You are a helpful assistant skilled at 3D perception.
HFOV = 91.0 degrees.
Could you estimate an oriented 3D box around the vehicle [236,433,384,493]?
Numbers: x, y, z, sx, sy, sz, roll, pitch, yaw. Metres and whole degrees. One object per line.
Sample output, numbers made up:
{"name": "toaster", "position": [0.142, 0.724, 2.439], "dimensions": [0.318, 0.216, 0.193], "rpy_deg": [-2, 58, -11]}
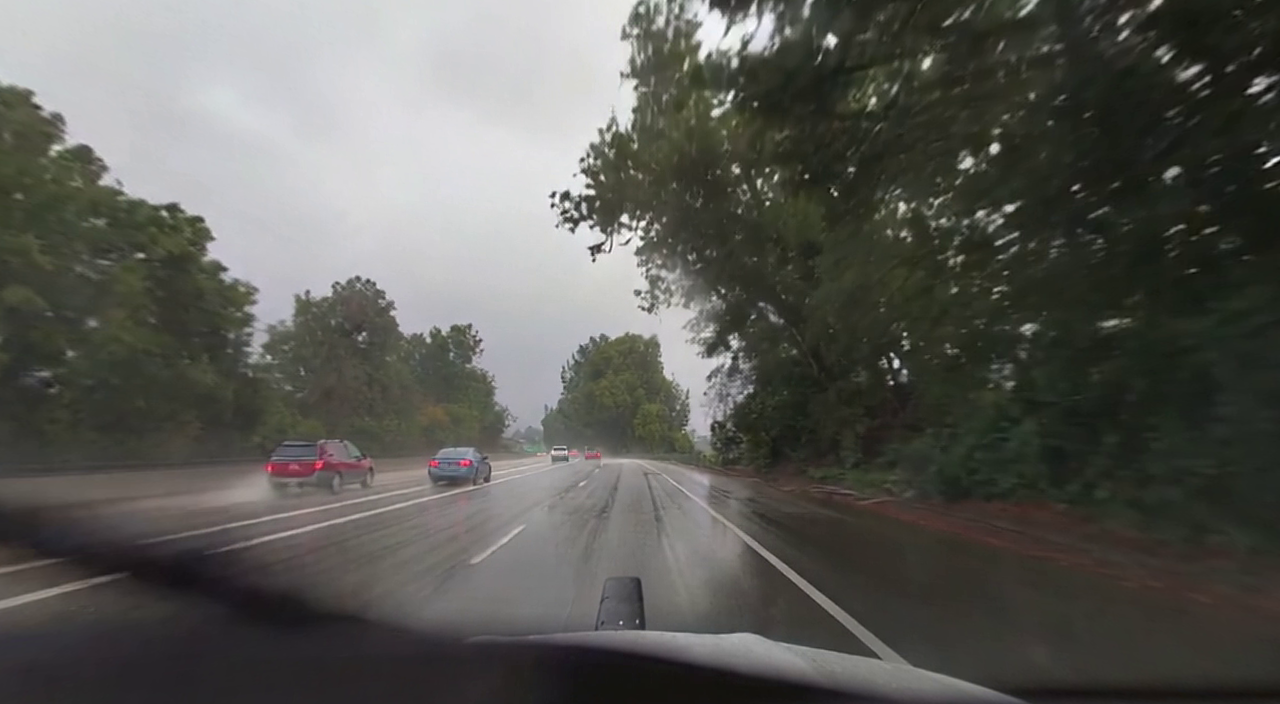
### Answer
{"name": "vehicle", "position": [-11.809, 4.011, 23.190], "dimensions": [2.425, 1.926, 5.584], "rpy_deg": [0, -9, 0]}

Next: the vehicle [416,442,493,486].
{"name": "vehicle", "position": [-7.789, 4.728, 26.913], "dimensions": [2.060, 1.680, 4.255], "rpy_deg": [0, -9, -1]}
